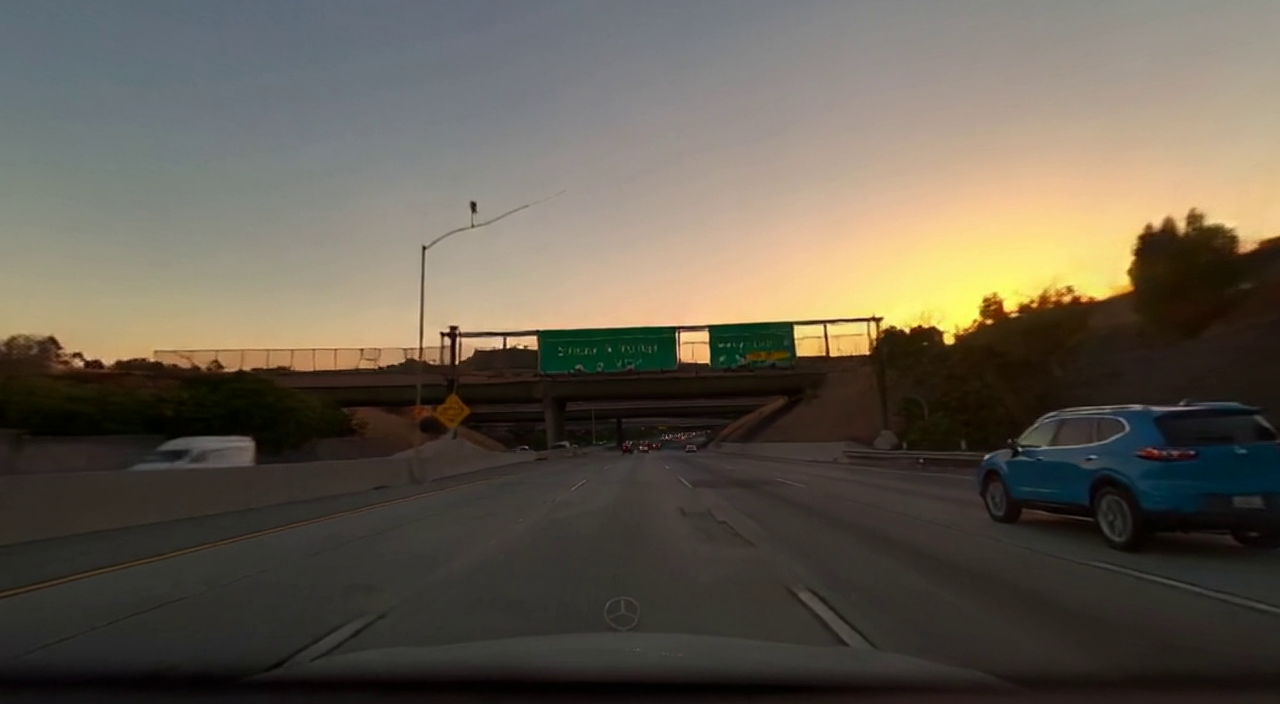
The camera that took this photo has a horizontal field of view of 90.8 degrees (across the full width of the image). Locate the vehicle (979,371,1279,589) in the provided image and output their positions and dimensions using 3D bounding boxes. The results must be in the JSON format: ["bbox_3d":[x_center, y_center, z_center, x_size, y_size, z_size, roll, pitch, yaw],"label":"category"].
[{"bbox_3d":[6.648,1.449,7.870,2.222,1.899,4.595,0,-8,0],"label":"vehicle"}]
